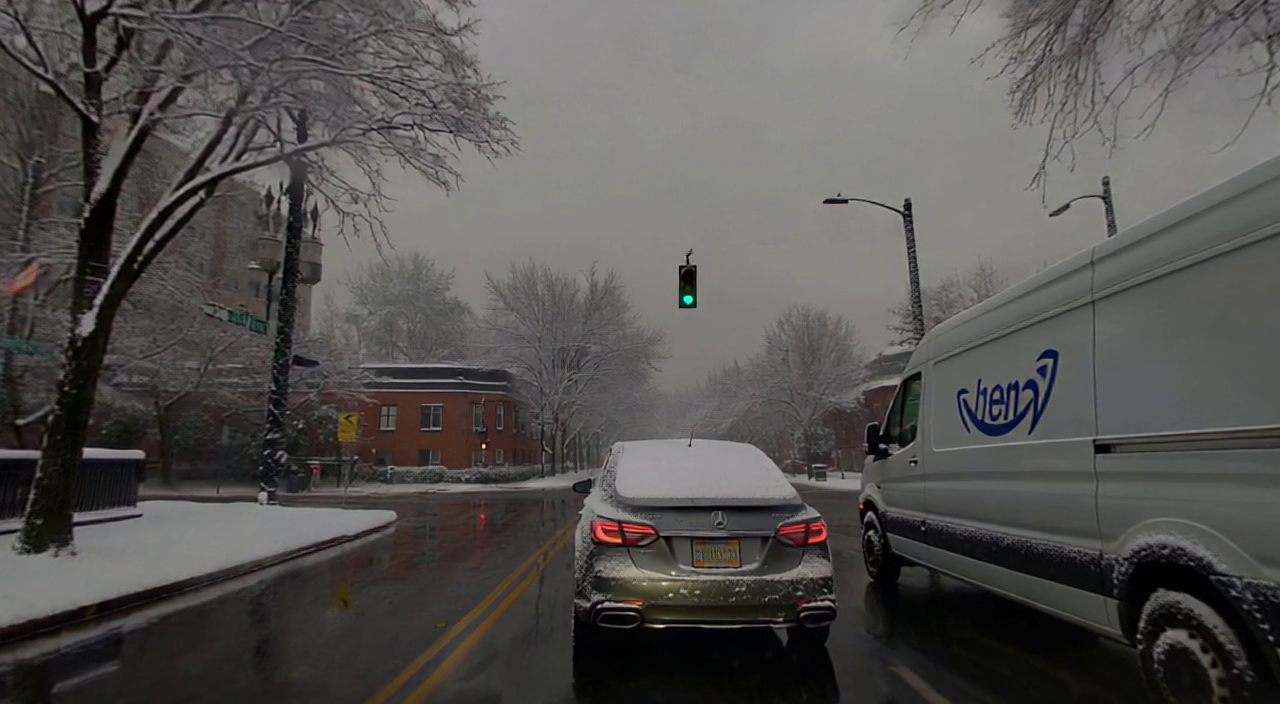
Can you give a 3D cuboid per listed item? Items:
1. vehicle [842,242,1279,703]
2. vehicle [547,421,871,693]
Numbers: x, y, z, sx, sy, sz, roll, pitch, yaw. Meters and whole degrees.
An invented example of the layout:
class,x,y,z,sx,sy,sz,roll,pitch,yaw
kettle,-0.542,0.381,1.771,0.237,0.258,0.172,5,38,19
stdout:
class,x,y,z,sx,sy,sz,roll,pitch,yaw
vehicle,2.855,0.894,2.904,2.054,1.965,5.248,1,-11,0
vehicle,0.380,1.589,5.730,1.961,1.629,3.610,1,-10,-1
